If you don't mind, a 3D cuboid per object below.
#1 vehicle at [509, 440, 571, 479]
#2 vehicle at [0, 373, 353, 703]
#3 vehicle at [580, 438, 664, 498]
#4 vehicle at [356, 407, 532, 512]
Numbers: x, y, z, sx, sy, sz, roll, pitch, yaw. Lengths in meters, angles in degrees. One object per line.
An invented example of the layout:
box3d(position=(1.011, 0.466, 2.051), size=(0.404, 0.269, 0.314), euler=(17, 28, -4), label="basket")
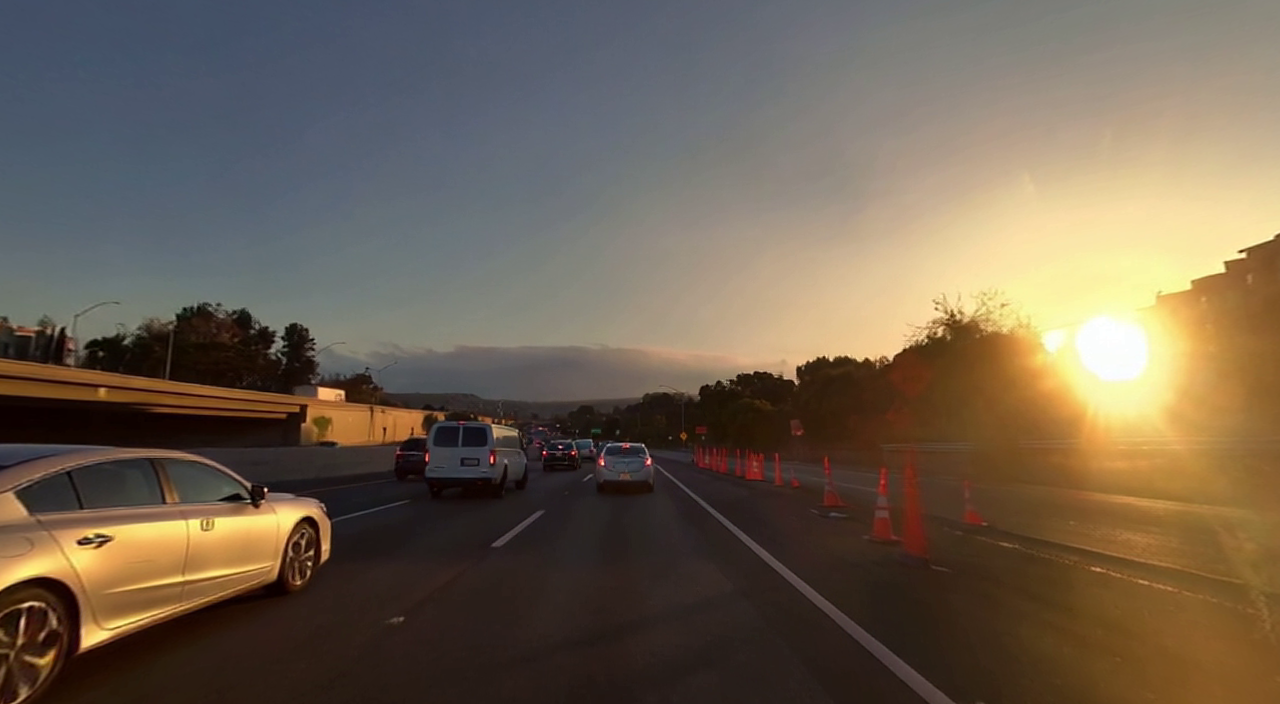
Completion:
box3d(position=(-3.989, 4.326, 25.727), size=(1.824, 1.459, 4.007), euler=(0, -9, 1), label="vehicle")
box3d(position=(-3.841, 1.061, 3.849), size=(2.041, 1.604, 4.384), euler=(0, -9, 1), label="vehicle")
box3d(position=(-0.468, 3.163, 17.608), size=(2.069, 1.484, 3.918), euler=(0, -9, -1), label="vehicle")
box3d(position=(-4.286, 2.505, 15.118), size=(2.324, 2.012, 5.740), euler=(0, -9, 0), label="vehicle")
